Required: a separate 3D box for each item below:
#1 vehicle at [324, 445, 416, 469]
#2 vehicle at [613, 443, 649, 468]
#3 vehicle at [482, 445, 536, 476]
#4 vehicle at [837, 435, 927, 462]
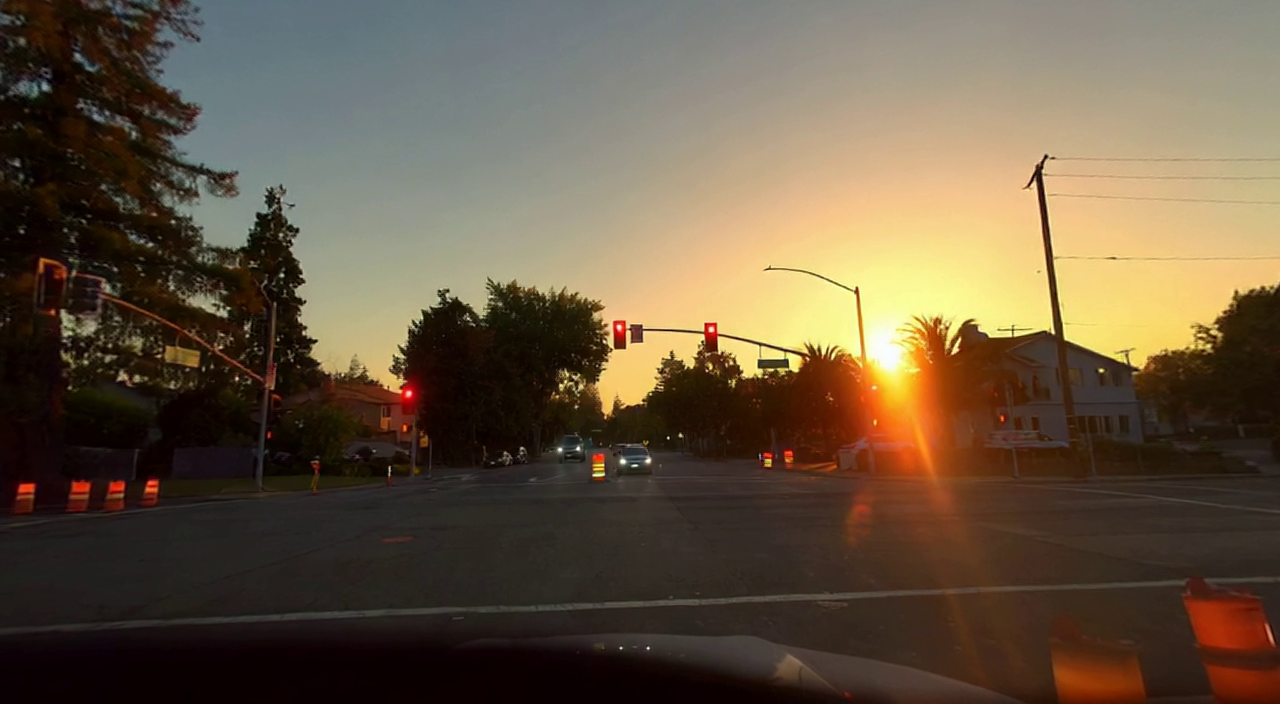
[{"bbox_3d":[-16.413,6.380,38.602,4.713,1.409,1.918,0,-8,-2],"label":"vehicle"},{"bbox_3d":[-0.562,6.508,39.941,2.105,1.457,4.173,0,-8,-1],"label":"vehicle"},{"bbox_3d":[-6.617,5.530,32.366,1.881,1.452,4.121,0,-8,0],"label":"vehicle"},{"bbox_3d":[15.374,6.175,40.316,4.892,1.656,1.856,0,-8,0],"label":"vehicle"}]
